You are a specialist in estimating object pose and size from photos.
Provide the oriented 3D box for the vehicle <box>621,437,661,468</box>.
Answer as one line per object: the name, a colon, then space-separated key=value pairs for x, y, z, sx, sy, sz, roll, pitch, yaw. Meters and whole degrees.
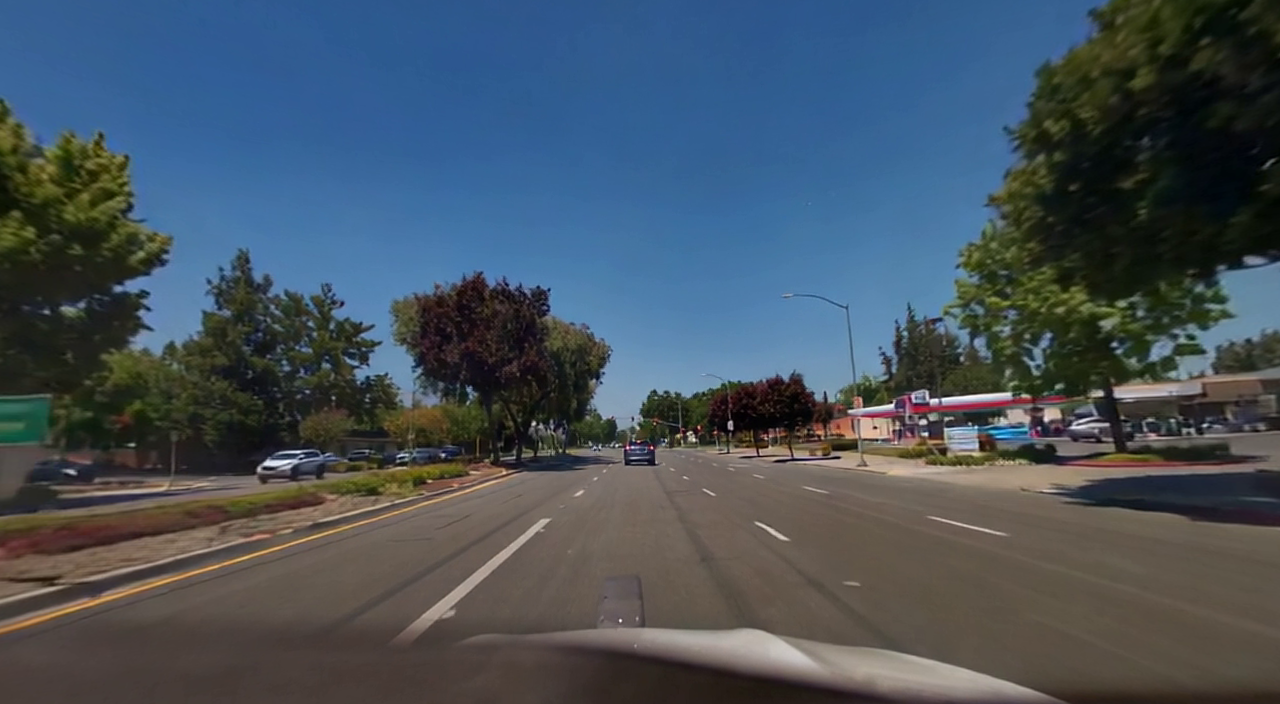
vehicle: x=0.031 y=5.951 z=37.403 sx=2.213 sy=1.715 sz=4.242 roll=0 pitch=-8 yaw=-1

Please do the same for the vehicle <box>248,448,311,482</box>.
vehicle: x=-19.748 y=6.141 z=34.655 sx=1.909 sy=1.720 sz=4.390 roll=2 pitch=-9 yaw=-16
